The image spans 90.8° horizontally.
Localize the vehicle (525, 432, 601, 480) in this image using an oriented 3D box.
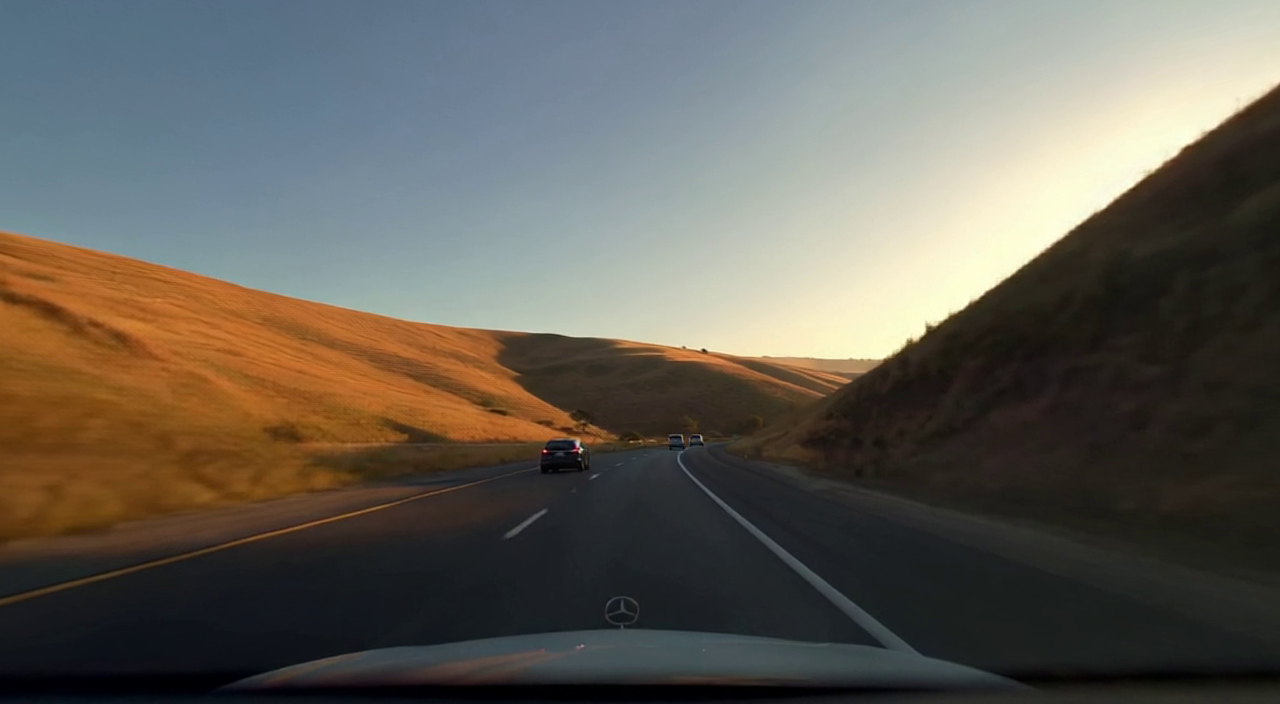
[{"bbox_3d":[-2.923,4.107,25.203,2.252,1.743,4.560,-1,-8,3],"label":"vehicle"}]
